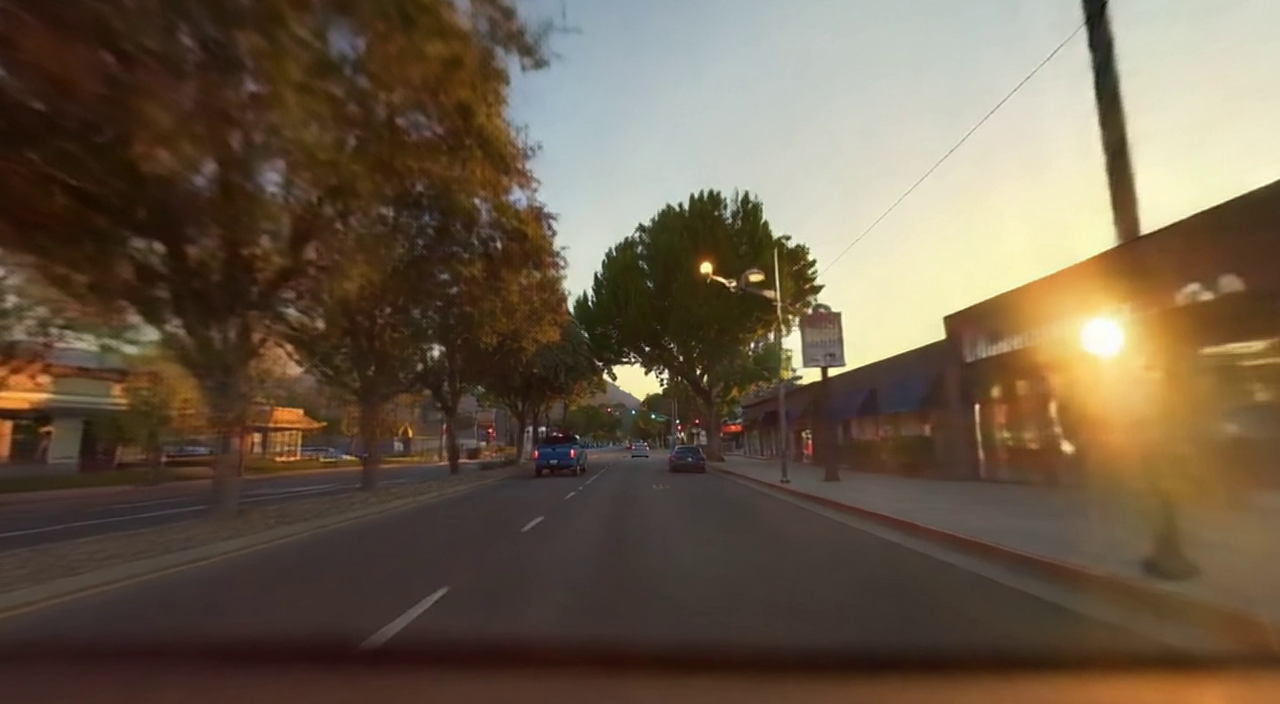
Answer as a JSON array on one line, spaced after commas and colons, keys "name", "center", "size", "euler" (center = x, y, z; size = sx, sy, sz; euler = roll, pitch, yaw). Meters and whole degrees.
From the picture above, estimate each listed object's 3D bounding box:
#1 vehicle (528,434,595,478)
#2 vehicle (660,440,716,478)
[{"name": "vehicle", "center": [-3.373, 4.609, 28.328], "size": [2.464, 1.777, 5.128], "euler": [0, -9, -2]}, {"name": "vehicle", "center": [1.951, 4.548, 27.014], "size": [2.103, 1.487, 4.101], "euler": [0, -9, 0]}]
